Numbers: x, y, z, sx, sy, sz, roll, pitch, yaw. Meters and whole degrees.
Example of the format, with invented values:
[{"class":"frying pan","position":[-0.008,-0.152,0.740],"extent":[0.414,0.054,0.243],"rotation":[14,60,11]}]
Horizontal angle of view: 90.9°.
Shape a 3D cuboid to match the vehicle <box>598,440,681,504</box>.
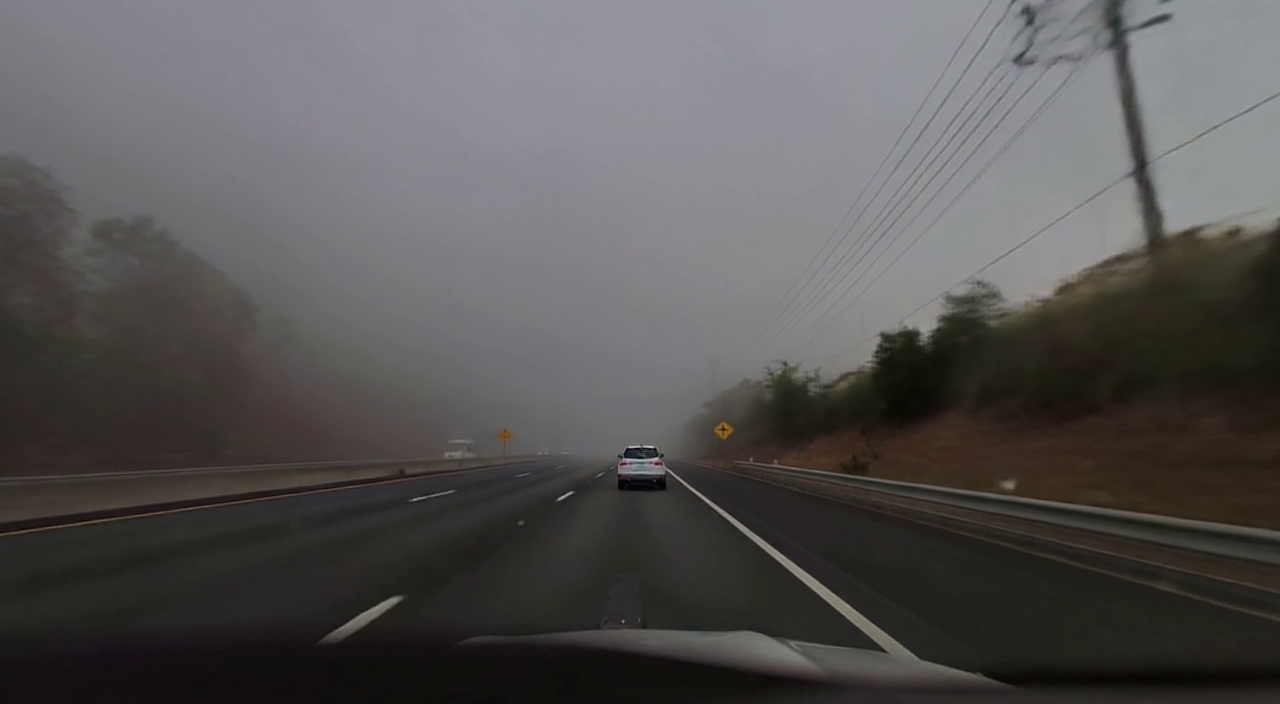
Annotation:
[{"class":"vehicle","position":[-0.043,3.181,17.130],"extent":[1.966,1.499,4.298],"rotation":[0,-9,-1]}]
